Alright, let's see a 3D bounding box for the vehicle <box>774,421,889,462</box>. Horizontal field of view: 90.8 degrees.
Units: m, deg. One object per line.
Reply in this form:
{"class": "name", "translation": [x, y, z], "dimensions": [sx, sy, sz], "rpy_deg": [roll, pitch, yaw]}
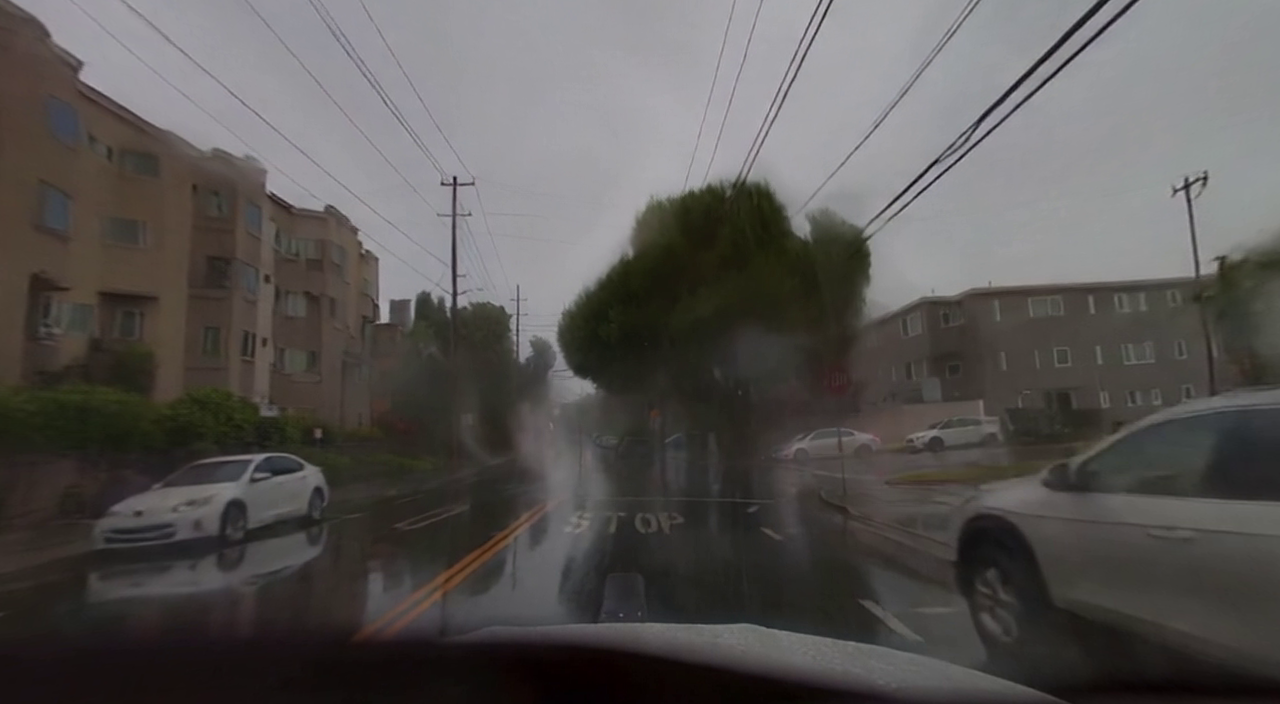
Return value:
{"class": "vehicle", "translation": [9.224, 4.354, 30.673], "dimensions": [4.877, 1.755, 1.918], "rpy_deg": [0, -10, -9]}

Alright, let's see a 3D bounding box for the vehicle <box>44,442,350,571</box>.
{"class": "vehicle", "translation": [-6.812, 2.334, 10.518], "dimensions": [1.922, 1.505, 4.502], "rpy_deg": [-3, -8, -1]}

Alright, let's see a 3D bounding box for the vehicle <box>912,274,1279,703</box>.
{"class": "vehicle", "translation": [3.400, 0.810, 2.626], "dimensions": [2.300, 1.913, 4.896], "rpy_deg": [4, -8, -1]}
